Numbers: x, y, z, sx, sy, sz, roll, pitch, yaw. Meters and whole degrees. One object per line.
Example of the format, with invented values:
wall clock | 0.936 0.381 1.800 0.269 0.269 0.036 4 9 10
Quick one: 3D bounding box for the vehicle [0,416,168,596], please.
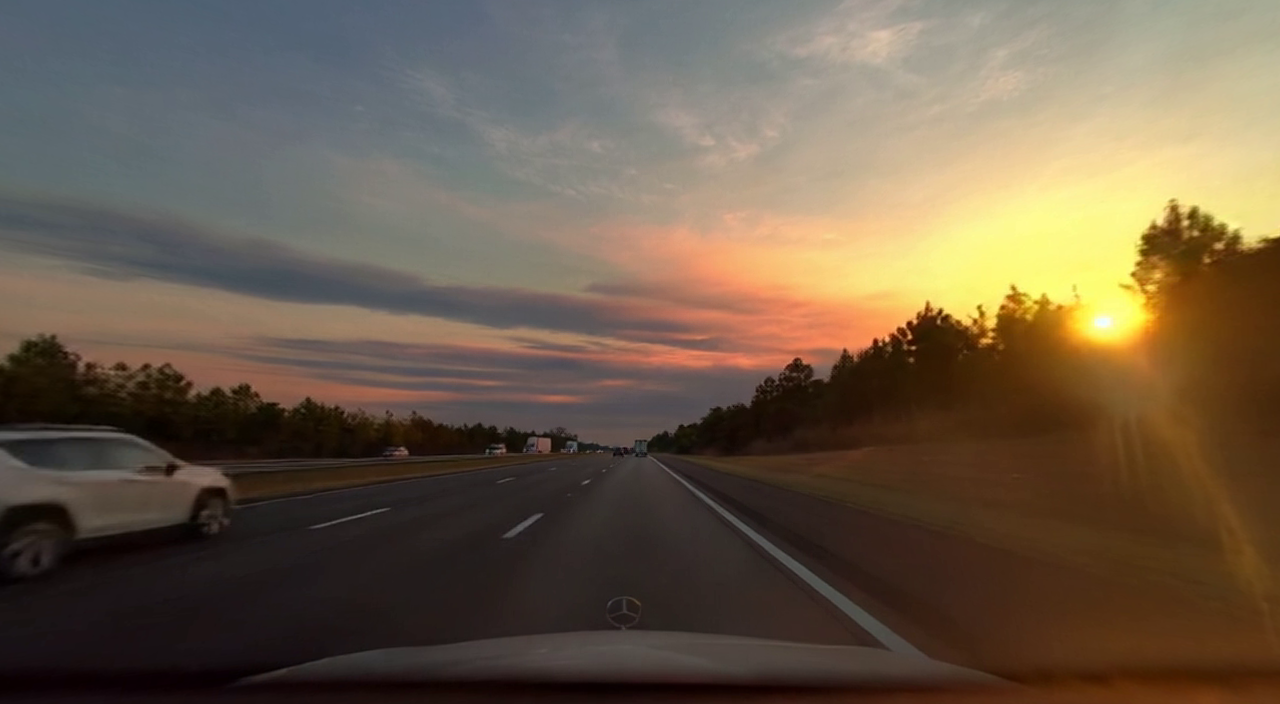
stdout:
vehicle | -7.047 1.427 5.787 2.115 1.664 4.259 0 -9 0
